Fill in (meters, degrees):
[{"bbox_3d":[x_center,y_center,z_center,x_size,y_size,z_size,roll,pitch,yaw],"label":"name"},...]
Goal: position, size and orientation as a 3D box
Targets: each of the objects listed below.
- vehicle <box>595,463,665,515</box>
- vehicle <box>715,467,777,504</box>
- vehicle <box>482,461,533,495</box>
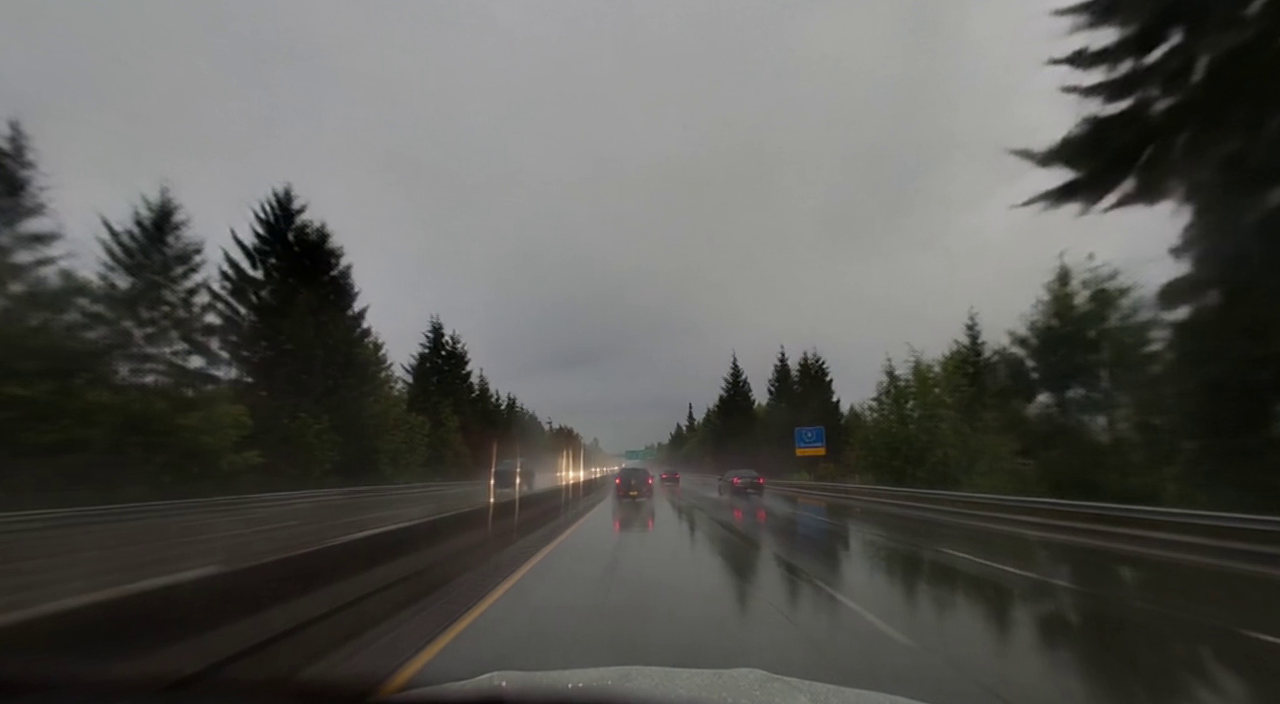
[{"bbox_3d":[-0.294,4.395,20.536,2.060,1.473,3.726,1,-10,0],"label":"vehicle"},{"bbox_3d":[4.596,5.866,28.019,1.974,1.476,4.119,1,-10,-1],"label":"vehicle"},{"bbox_3d":[-8.614,8.264,41.539,2.231,2.036,4.904,1,-10,0],"label":"vehicle"}]
